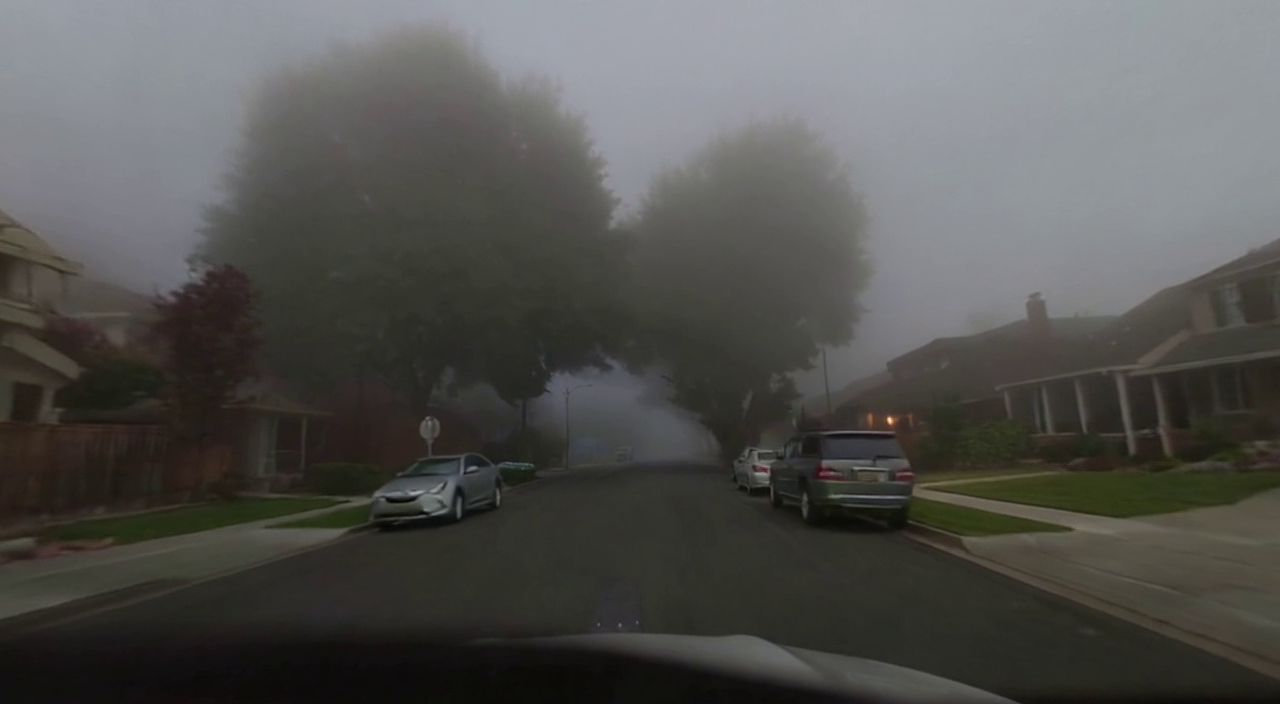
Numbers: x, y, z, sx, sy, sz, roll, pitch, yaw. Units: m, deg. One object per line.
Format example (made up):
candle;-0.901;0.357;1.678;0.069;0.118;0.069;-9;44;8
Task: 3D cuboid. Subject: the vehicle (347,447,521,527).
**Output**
vehicle;-4.232;2.880;13.933;2.234;1.377;4.413;-2;-10;2

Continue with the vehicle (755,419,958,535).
vehicle;4.114;2.502;13.400;2.350;1.912;5.696;0;-9;1

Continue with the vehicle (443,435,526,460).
vehicle;-12.054;7.457;49.242;5.863;1.773;2.451;0;-10;-2
